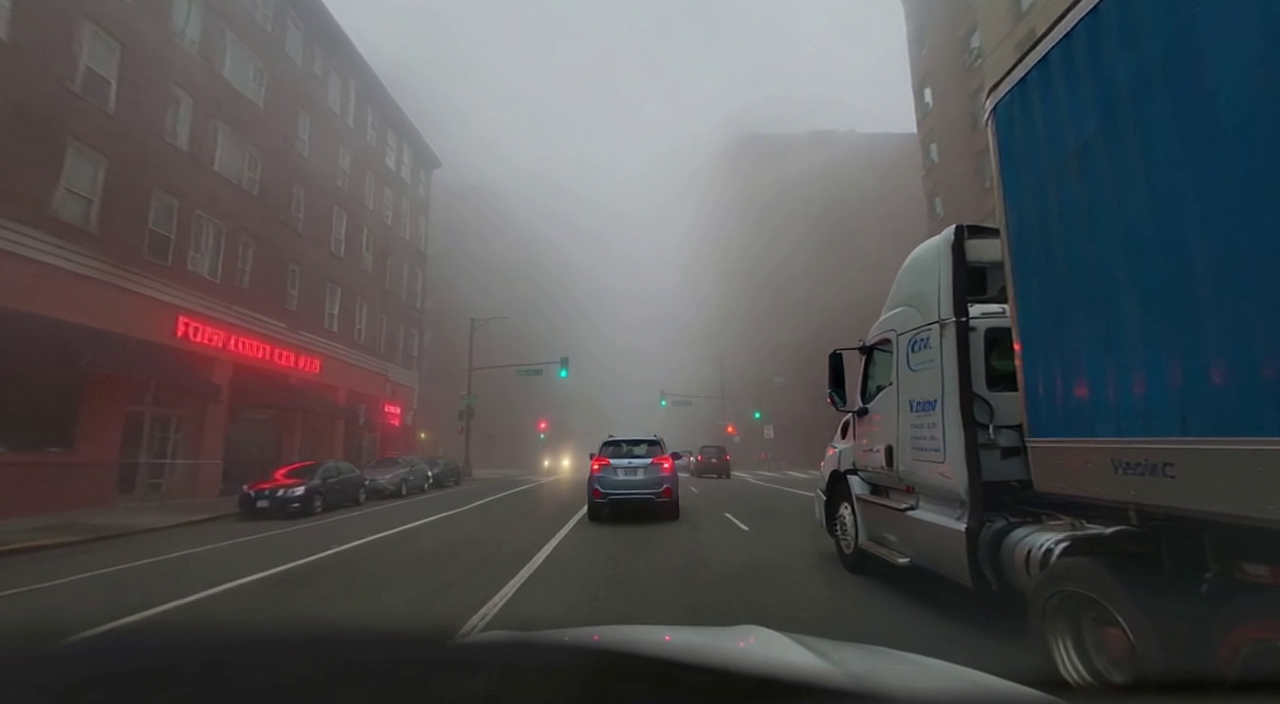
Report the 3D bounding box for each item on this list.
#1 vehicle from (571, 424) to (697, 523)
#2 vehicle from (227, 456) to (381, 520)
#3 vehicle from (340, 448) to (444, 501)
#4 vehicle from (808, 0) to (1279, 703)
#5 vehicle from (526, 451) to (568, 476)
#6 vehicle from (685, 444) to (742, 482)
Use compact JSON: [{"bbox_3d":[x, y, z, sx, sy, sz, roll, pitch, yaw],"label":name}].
[{"bbox_3d":[-0.078,2.554,13.822,2.283,1.783,4.548,0,-8,1],"label":"vehicle"},{"bbox_3d":[-8.753,3.540,16.973,1.805,1.379,4.359,0,-8,-1],"label":"vehicle"},{"bbox_3d":[-8.869,4.366,23.067,2.084,1.686,4.422,0,-8,-1],"label":"vehicle"},{"bbox_3d":[3.244,-0.180,1.875,2.913,3.771,9.716,0,-8,1],"label":"vehicle"},{"bbox_3d":[-5.856,7.069,40.324,1.947,1.462,4.640,0,-8,1],"label":"vehicle"},{"bbox_3d":[3.450,5.292,30.491,2.159,1.696,4.316,0,-8,-1],"label":"vehicle"}]
